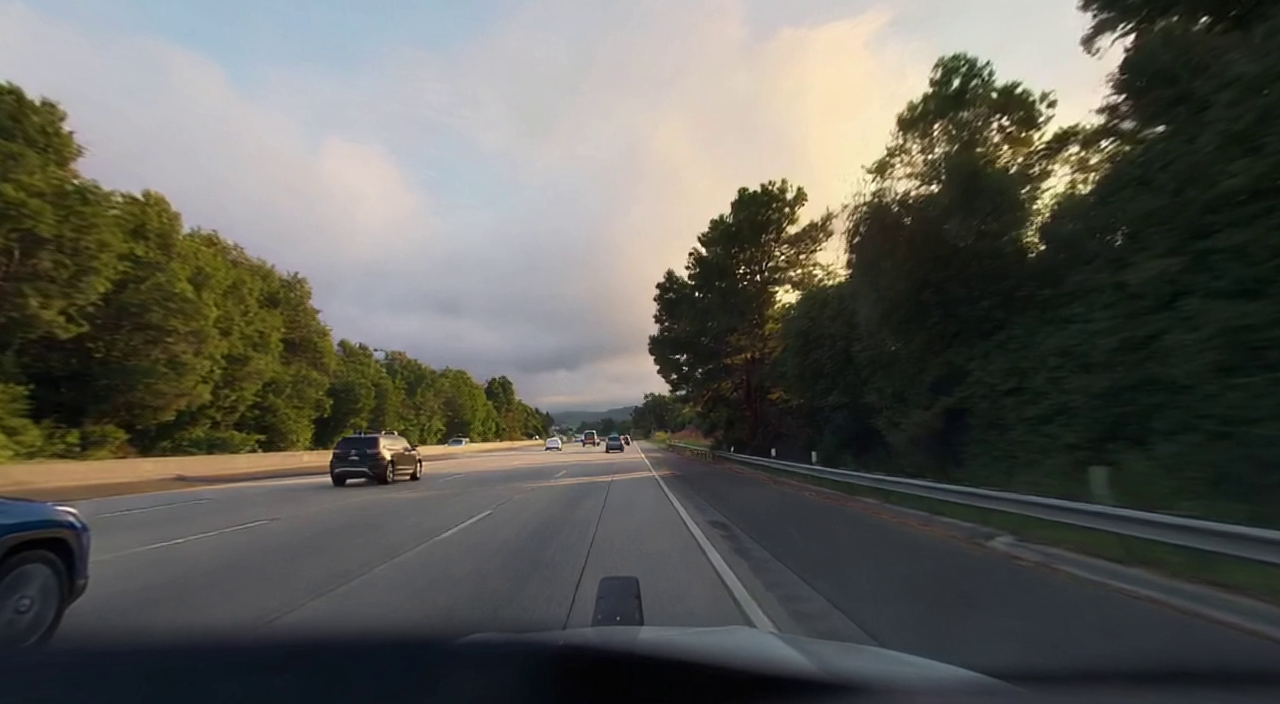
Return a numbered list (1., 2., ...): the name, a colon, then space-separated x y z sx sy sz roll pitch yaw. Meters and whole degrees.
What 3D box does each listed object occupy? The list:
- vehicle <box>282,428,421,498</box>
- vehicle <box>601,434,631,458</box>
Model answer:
1. vehicle: -8.032 3.081 18.072 1.964 1.745 4.338 0 -7 0
2. vehicle: -1.779 7.134 48.032 2.178 1.658 3.916 0 -7 -1
